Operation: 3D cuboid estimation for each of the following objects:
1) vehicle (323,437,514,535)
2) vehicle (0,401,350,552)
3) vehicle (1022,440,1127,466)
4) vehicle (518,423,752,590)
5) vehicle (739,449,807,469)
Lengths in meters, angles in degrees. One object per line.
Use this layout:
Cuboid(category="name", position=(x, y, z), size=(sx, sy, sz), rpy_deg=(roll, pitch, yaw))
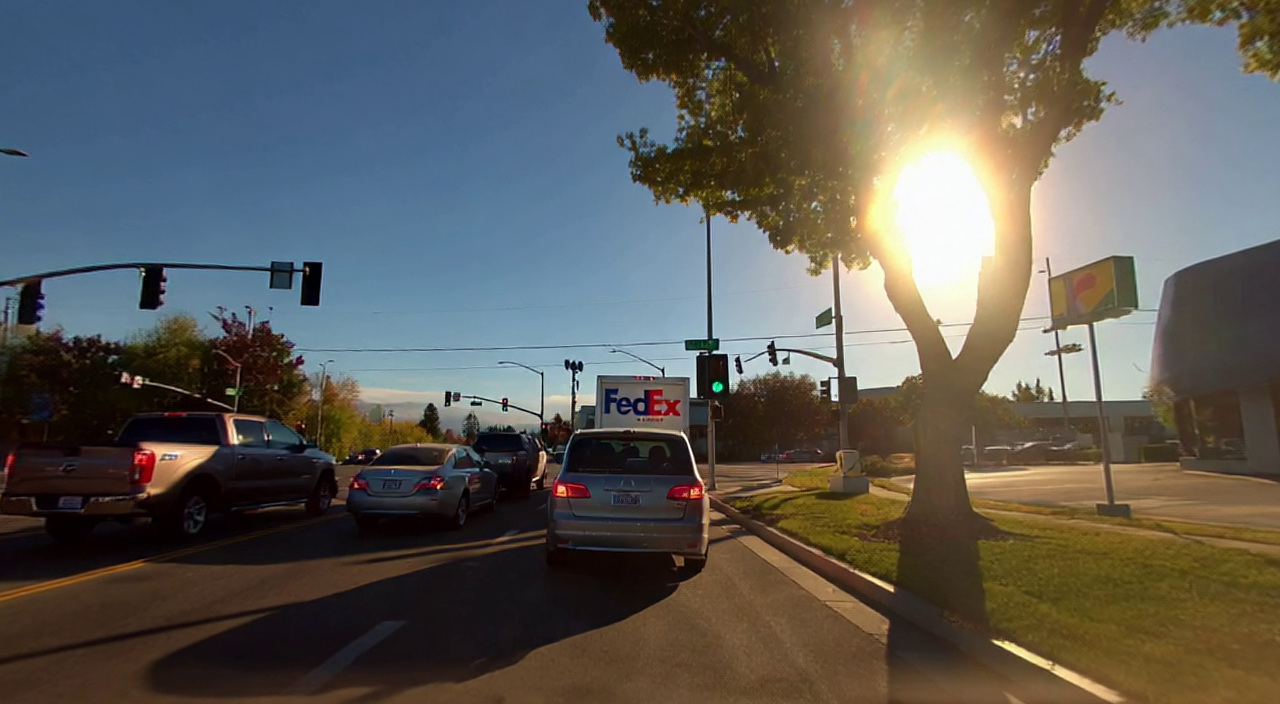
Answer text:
Cuboid(category="vehicle", position=(-3.865, 2.396, 11.932), size=(1.949, 1.487, 4.390), rpy_deg=(0, -9, 1))
Cuboid(category="vehicle", position=(-7.282, 1.980, 10.738), size=(2.125, 1.893, 5.498), rpy_deg=(0, -9, -2))
Cuboid(category="vehicle", position=(25.671, 5.971, 37.158), size=(4.794, 1.481, 1.968), rpy_deg=(1, -8, -3))
Cuboid(category="vehicle", position=(-0.048, 1.746, 7.969), size=(2.145, 1.513, 4.269), rpy_deg=(0, -9, 0))
Cuboid(category="vehicle", position=(10.271, 8.285, 48.647), size=(4.841, 1.494, 1.829), rpy_deg=(1, -9, -5))
